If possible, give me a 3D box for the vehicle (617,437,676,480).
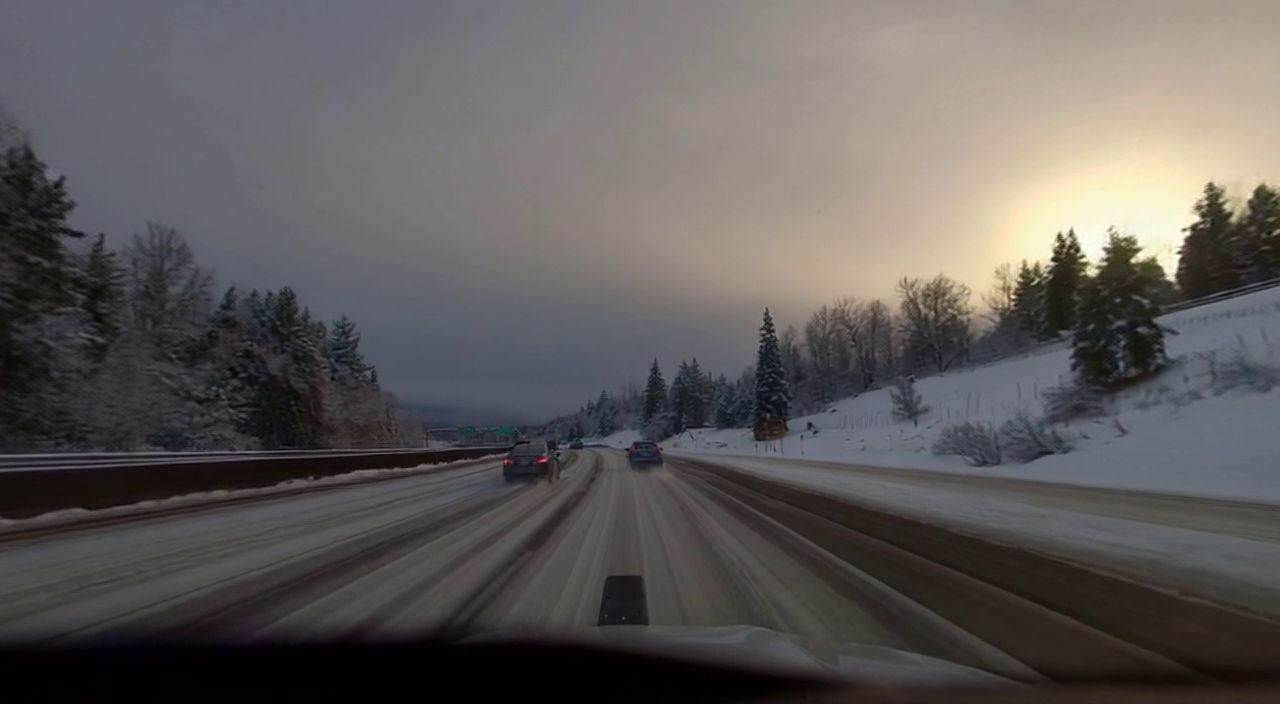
[{"bbox_3d":[0.157,3.991,23.801,2.051,1.444,3.927,0,-9,-2],"label":"vehicle"}]

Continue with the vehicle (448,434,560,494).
[{"bbox_3d":[-3.842,3.275,18.846,2.246,1.519,4.980,0,-9,0],"label":"vehicle"}]
